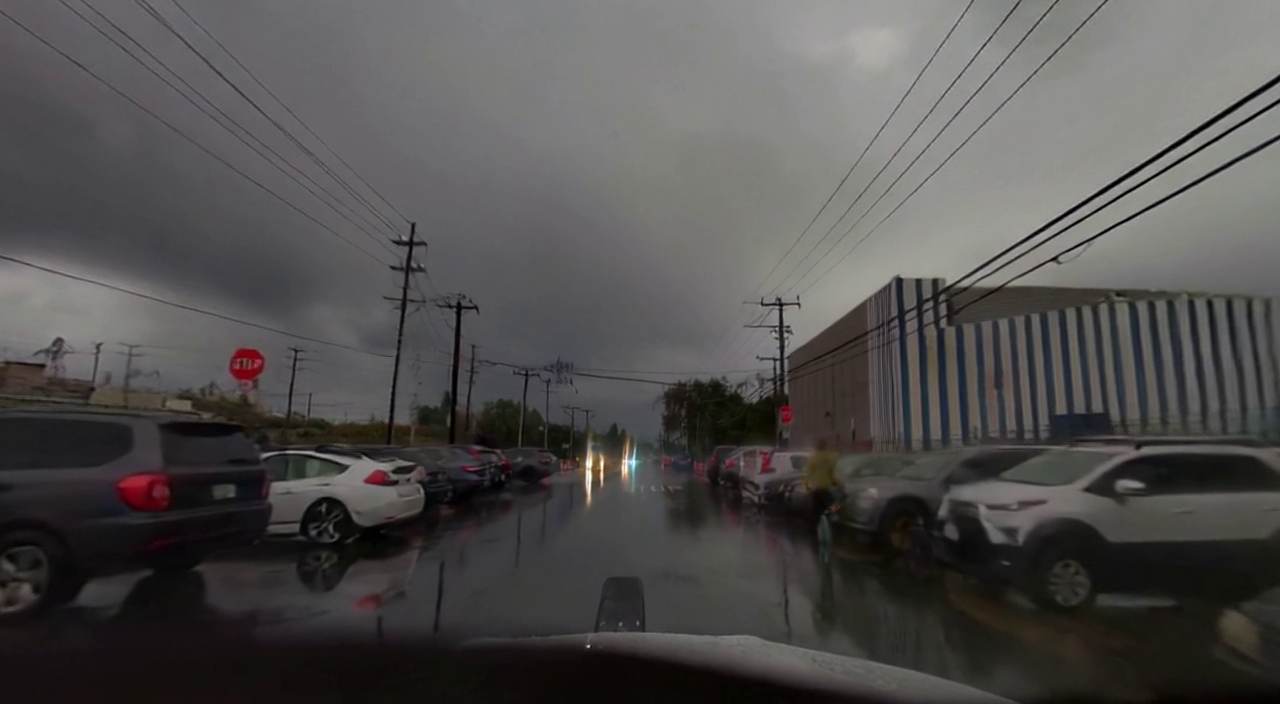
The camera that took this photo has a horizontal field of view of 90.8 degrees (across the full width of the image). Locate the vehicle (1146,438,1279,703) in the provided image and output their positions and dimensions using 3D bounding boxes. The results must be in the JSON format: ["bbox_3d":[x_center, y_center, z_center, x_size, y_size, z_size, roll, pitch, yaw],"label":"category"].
[{"bbox_3d":[4.854,0.998,2.180,4.659,1.421,1.771,0,-9,-1],"label":"vehicle"}]

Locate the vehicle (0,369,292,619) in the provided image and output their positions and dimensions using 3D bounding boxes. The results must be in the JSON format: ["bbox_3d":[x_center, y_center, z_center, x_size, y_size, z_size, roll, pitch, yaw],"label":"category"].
[{"bbox_3d":[-6.498,1.264,6.279,4.727,1.976,1.970,3,-11,1],"label":"vehicle"}]

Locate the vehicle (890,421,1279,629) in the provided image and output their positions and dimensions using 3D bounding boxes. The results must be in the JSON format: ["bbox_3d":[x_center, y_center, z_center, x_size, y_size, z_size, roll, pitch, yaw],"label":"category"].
[{"bbox_3d":[4.896,1.516,6.064,4.104,1.603,1.968,0,-9,-1],"label":"vehicle"}]
